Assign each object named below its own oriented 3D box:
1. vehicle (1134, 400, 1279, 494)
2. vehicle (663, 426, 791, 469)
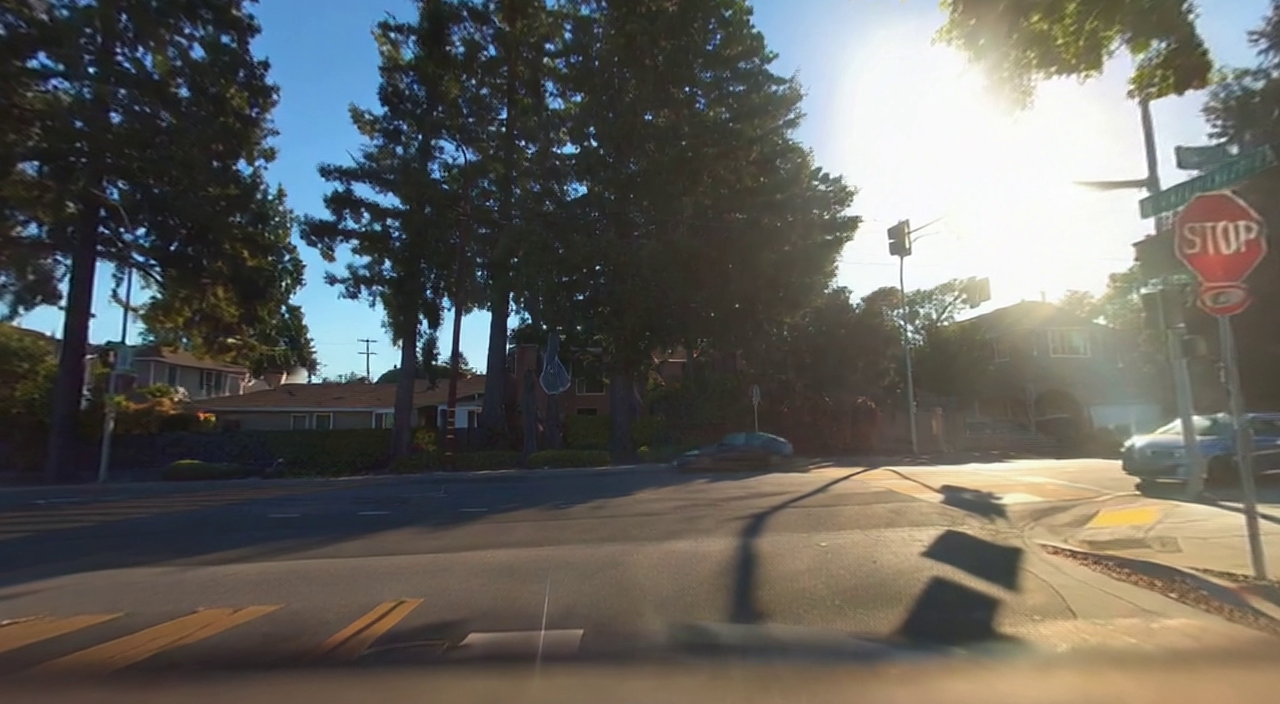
[{"bbox_3d":[12.795,1.886,12.689,4.208,1.685,2.014,1,-8,-8],"label":"vehicle"},{"bbox_3d":[3.189,3.517,23.407,4.296,1.499,1.814,2,-9,-16],"label":"vehicle"}]
